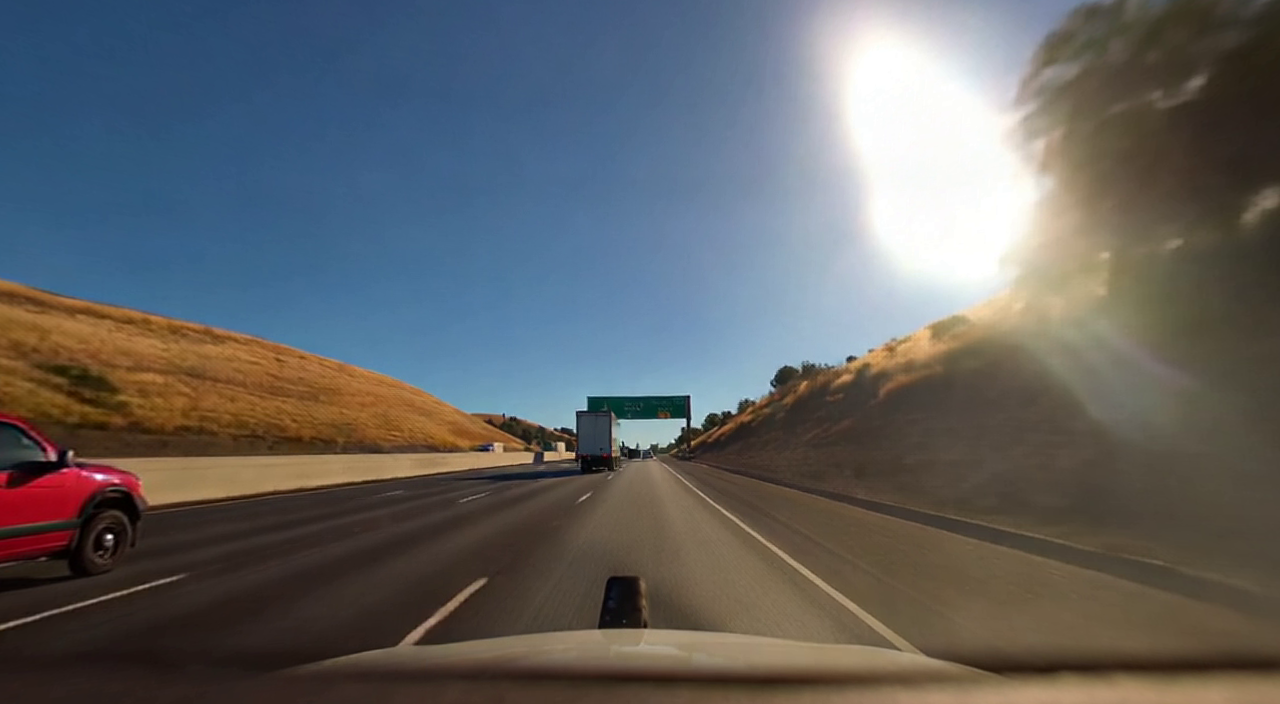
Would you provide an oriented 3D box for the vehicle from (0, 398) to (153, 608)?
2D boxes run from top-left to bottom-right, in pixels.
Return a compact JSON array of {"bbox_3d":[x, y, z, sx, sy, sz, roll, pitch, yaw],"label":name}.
[{"bbox_3d":[-6.834,1.209,4.684,2.175,1.860,5.236,0,-8,1],"label":"vehicle"}]
